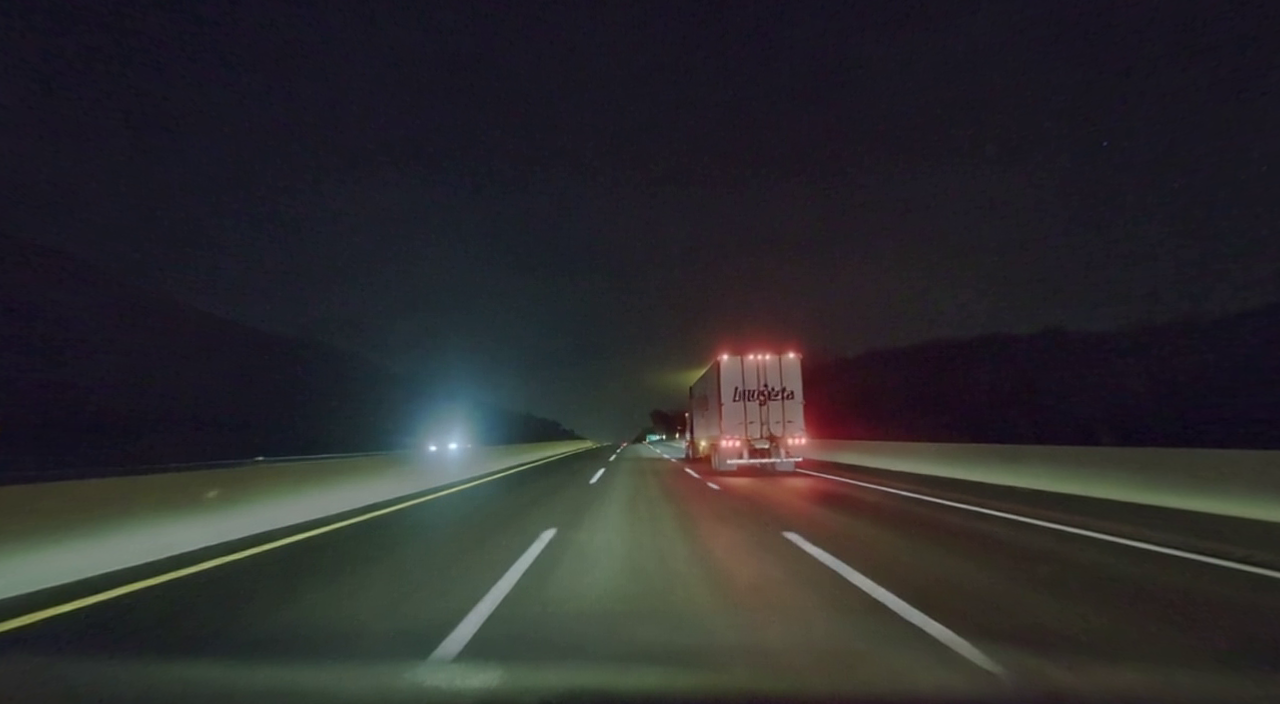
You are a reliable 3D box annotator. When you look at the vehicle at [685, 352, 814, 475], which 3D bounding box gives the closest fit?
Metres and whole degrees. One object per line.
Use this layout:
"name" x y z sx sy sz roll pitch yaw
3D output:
"vehicle" 4.079 2.960 27.684 2.920 4.029 13.900 0 -8 -1
